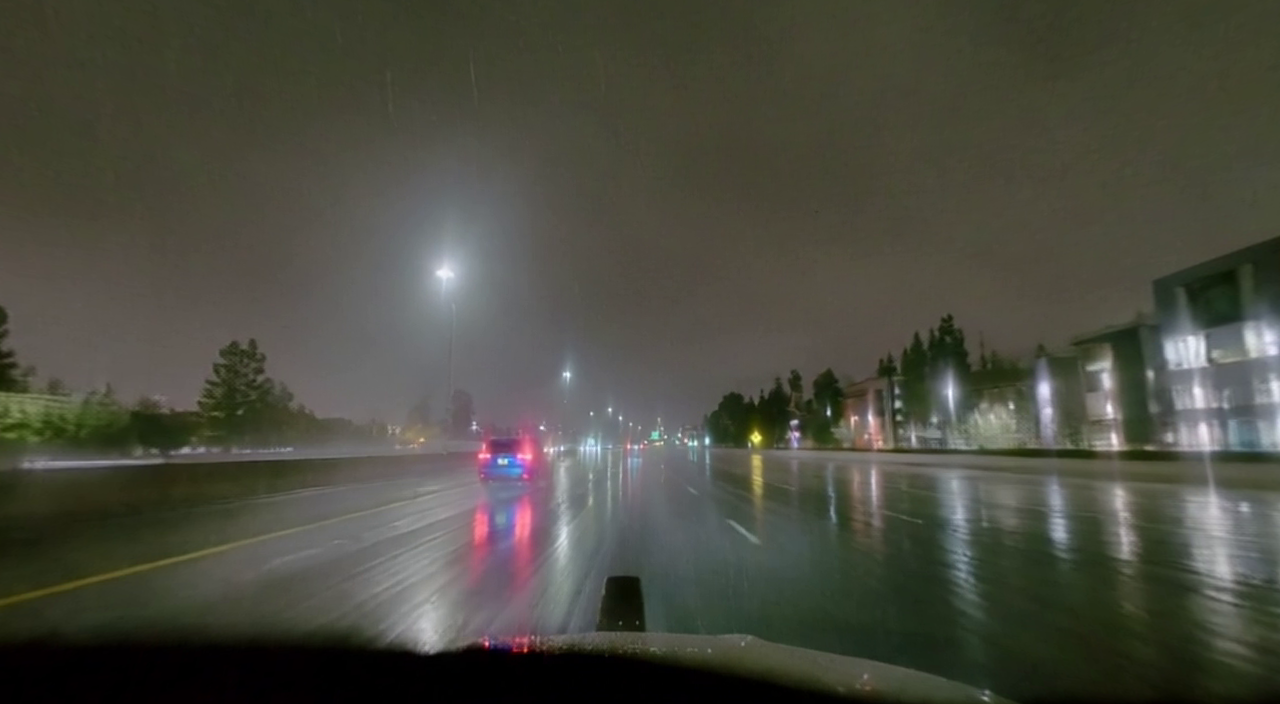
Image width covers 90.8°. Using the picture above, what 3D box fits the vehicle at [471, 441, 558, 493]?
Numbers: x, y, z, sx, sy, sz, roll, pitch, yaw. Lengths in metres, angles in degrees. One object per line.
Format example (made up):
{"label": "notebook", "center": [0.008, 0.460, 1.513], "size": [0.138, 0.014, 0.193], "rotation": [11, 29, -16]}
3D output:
{"label": "vehicle", "center": [-3.899, 3.644, 20.424], "size": [1.900, 1.492, 4.495], "rotation": [0, -9, 0]}
